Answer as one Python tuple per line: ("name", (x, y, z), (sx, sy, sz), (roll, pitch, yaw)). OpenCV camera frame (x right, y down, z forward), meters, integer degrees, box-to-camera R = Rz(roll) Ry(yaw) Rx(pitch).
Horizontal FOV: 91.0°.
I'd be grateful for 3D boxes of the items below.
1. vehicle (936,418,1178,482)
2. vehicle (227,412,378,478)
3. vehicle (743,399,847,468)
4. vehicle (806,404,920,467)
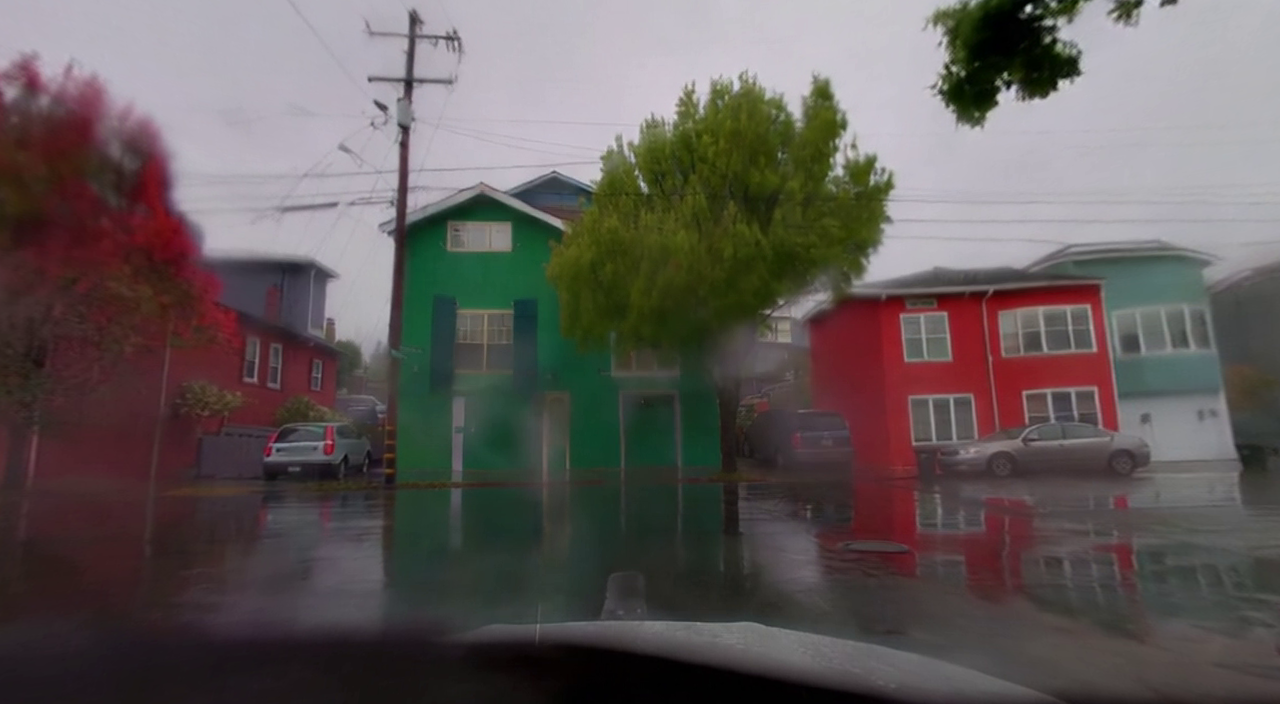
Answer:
("vehicle", (10.306, 2.468, 15.888), (4.644, 1.482, 1.997), (0, -9, 1))
("vehicle", (-10.129, 2.878, 19.438), (2.091, 1.760, 4.760), (0, -9, -1))
("vehicle", (4.678, 2.535, 19.783), (2.081, 1.891, 4.367), (0, -7, -1))
("vehicle", (6.862, 2.675, 19.908), (2.053, 1.756, 4.034), (0, -8, -1))
